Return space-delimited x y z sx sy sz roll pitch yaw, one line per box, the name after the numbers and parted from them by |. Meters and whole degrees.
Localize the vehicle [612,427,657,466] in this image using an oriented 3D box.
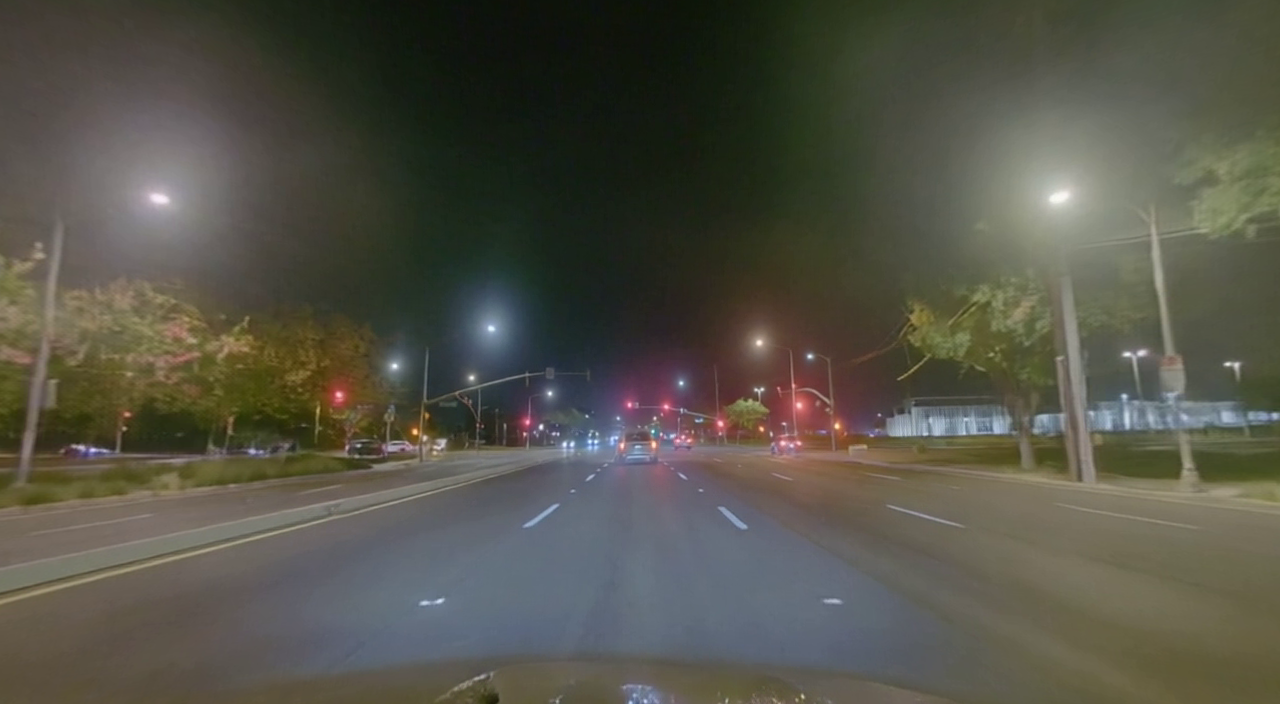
-0.299 5.074 34.017 2.267 1.926 4.708 0 -9 -1 | vehicle
